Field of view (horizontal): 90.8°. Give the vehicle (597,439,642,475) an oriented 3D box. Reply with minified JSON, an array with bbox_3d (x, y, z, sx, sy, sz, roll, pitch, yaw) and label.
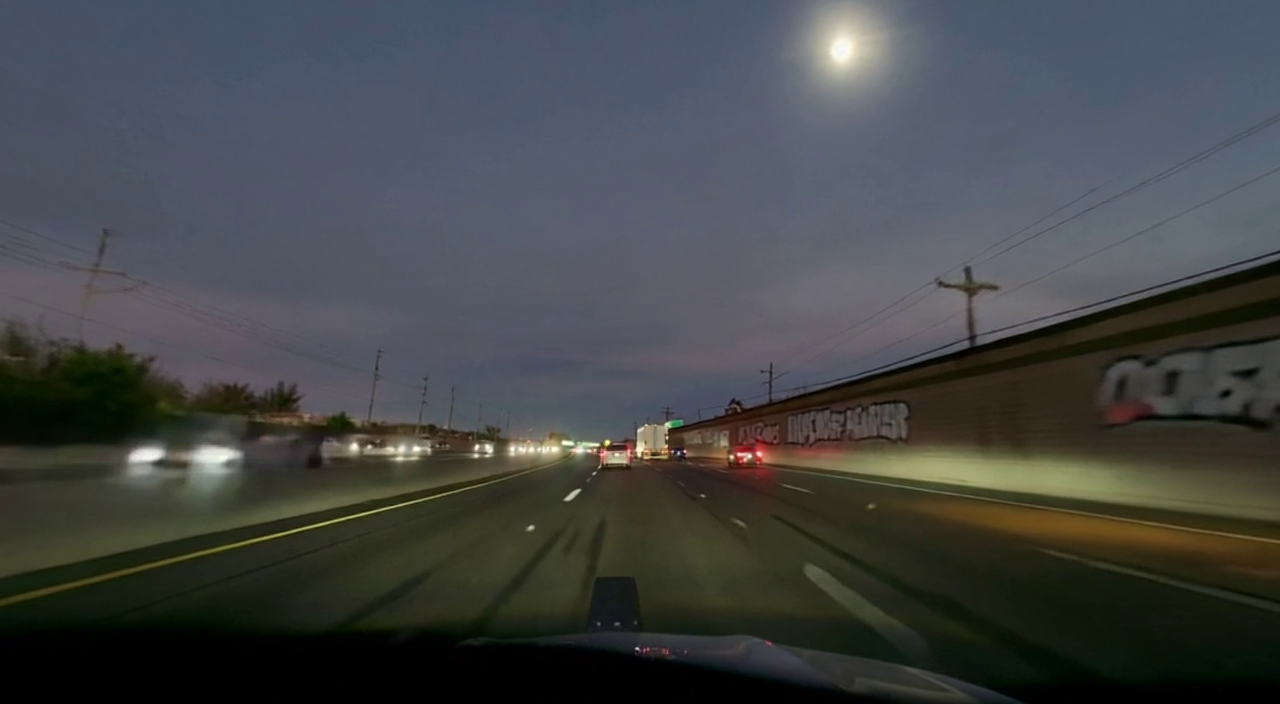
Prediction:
[{"bbox_3d":[-1.029,5.328,32.206,2.191,1.685,3.353,0,-9,-2],"label":"vehicle"}]

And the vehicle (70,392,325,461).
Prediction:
[{"bbox_3d":[-10.485,1.959,15.817,2.299,1.399,5.789,0,-9,-1],"label":"vehicle"}]

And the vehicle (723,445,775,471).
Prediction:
[{"bbox_3d":[6.501,6.360,38.191,2.018,1.451,4.762,0,-9,-3],"label":"vehicle"}]
